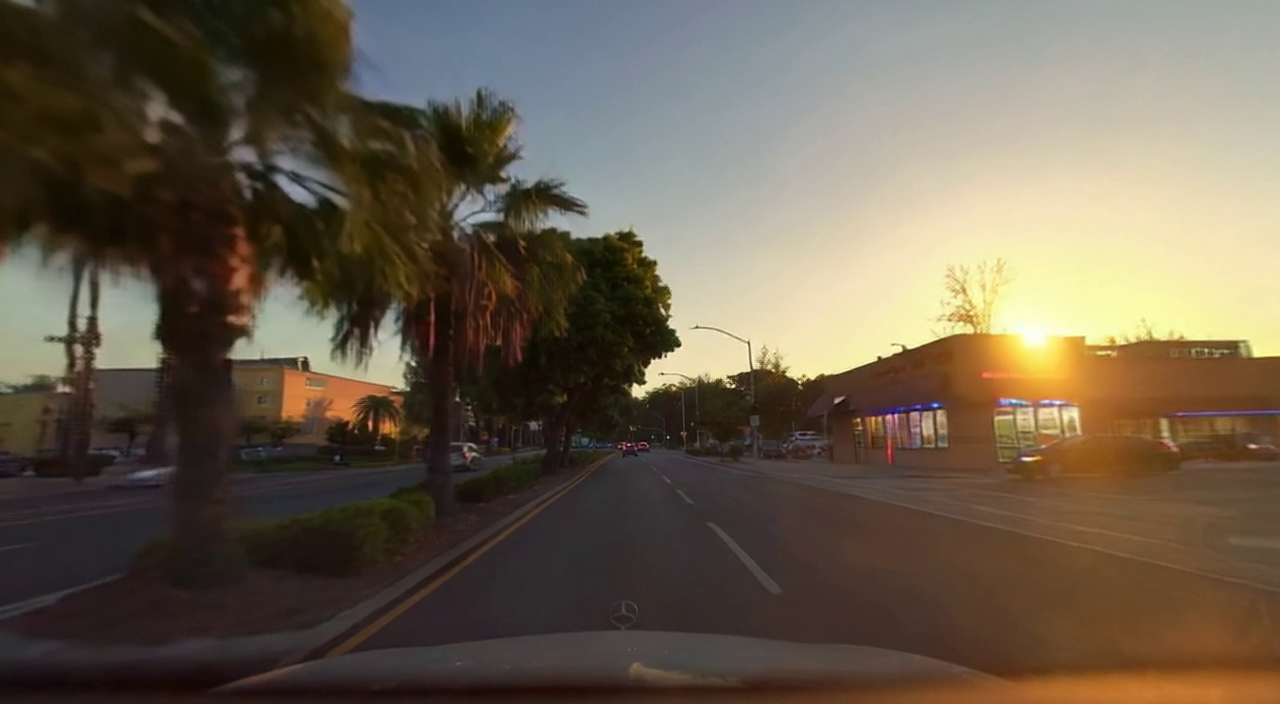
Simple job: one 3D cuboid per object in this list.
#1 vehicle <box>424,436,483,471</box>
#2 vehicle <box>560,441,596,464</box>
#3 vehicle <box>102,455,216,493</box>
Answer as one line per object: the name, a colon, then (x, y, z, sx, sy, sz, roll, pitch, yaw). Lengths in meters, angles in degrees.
vehicle: (-10.105, 5.547, 34.553, 2.022, 1.746, 4.406, 0, -9, -2)
vehicle: (-4.185, 6.902, 43.356, 2.181, 1.483, 4.123, 0, -9, -2)
vehicle: (-21.766, 5.499, 28.814, 1.852, 1.526, 4.262, 0, -9, -1)
